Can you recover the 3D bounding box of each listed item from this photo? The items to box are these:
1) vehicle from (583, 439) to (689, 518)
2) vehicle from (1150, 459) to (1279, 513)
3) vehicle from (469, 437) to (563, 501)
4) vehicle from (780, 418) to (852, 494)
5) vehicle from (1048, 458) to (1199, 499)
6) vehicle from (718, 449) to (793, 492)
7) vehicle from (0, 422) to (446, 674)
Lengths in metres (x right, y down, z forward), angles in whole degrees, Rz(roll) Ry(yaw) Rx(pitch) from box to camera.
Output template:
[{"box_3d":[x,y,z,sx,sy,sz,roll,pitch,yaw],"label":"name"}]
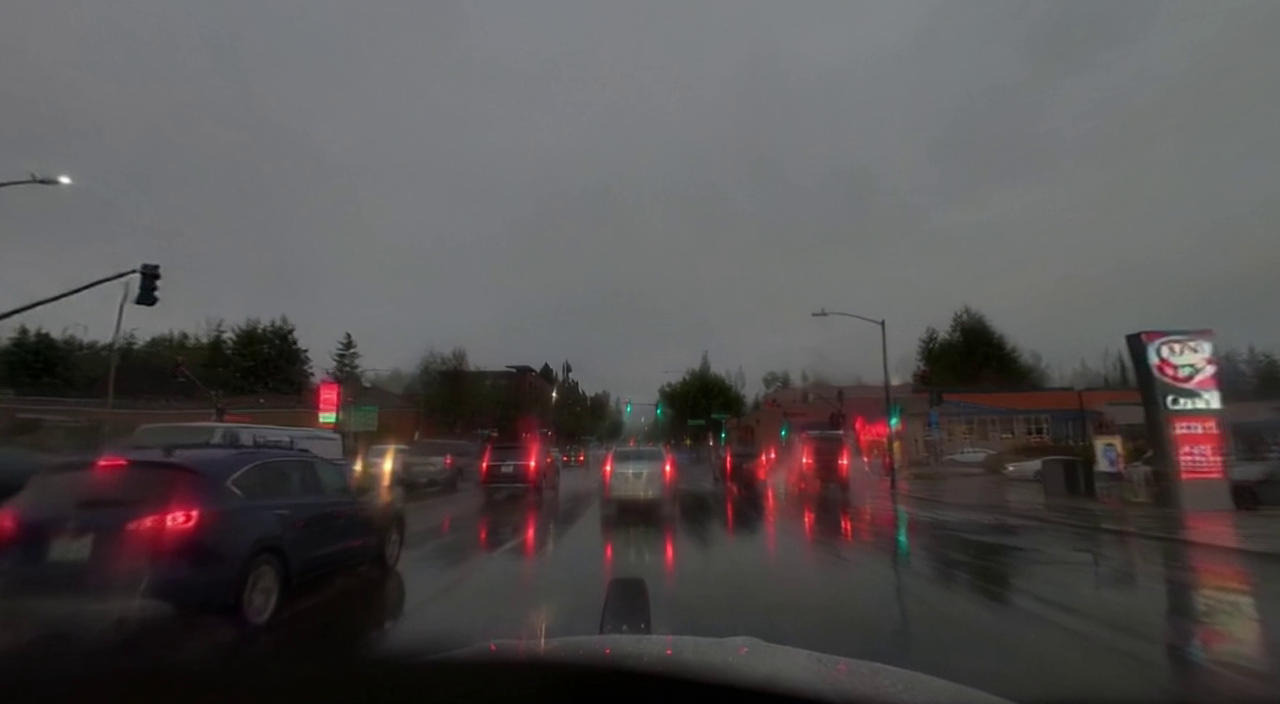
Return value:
[{"box_3d":[-0.069,2.848,14.696,2.121,1.563,4.031,0,-9,0],"label":"vehicle"},{"box_3d":[19.310,4.198,19.995,4.379,1.558,2.033,0,-9,2],"label":"vehicle"},{"box_3d":[-3.613,3.479,19.089,1.983,1.685,3.997,0,-9,0],"label":"vehicle"},{"box_3d":[8.358,4.937,30.196,2.613,3.281,2.673,4,-9,0],"label":"vehicle"},{"box_3d":[19.163,5.016,25.162,4.367,1.475,1.815,-1,-9,7],"label":"vehicle"},{"box_3d":[4.262,4.444,24.033,1.979,1.485,4.207,0,-9,-1],"label":"vehicle"},{"box_3d":[-3.676,1.538,6.191,1.992,1.493,4.688,0,-9,1],"label":"vehicle"}]
